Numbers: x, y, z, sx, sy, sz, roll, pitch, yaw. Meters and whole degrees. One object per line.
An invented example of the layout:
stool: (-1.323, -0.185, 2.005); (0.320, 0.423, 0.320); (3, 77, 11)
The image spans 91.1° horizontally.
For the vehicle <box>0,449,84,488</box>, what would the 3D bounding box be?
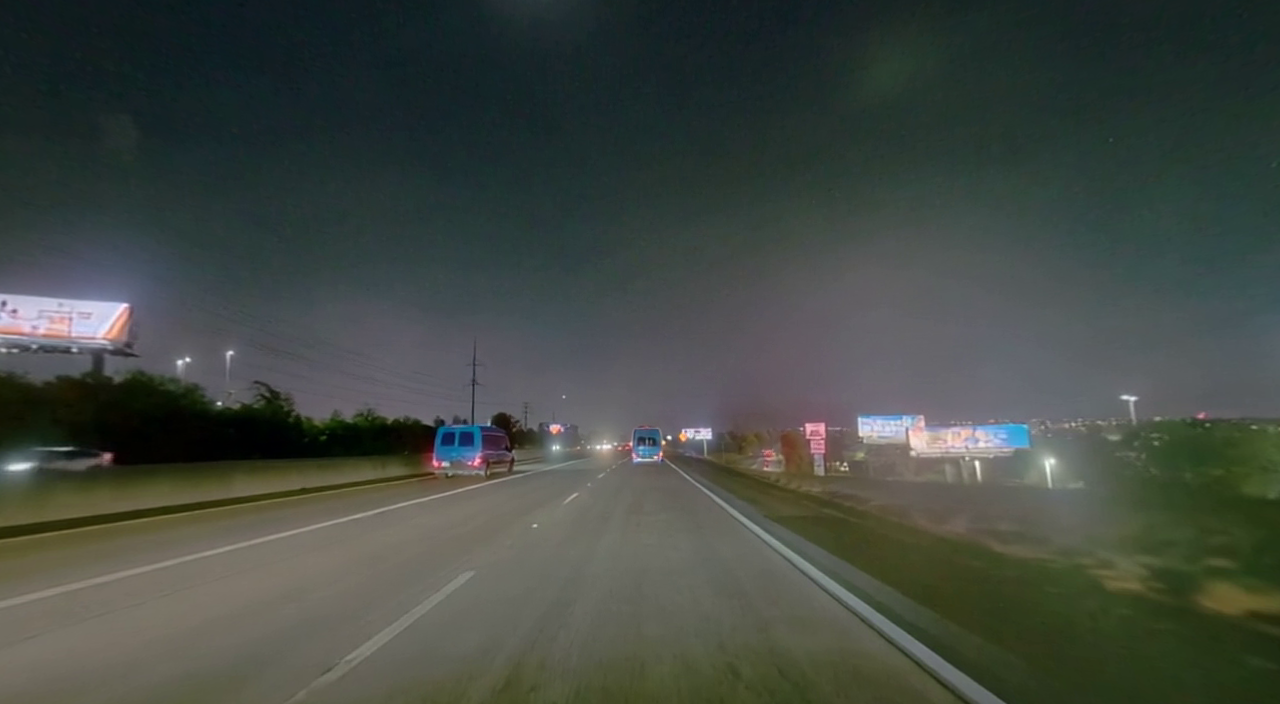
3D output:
vehicle: (-28.798, 5.305, 28.791); (2.036, 1.669, 4.926); (0, -8, 0)

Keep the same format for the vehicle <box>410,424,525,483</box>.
vehicle: (-6.824, 4.142, 26.001); (2.695, 2.084, 6.836); (-1, -8, 1)

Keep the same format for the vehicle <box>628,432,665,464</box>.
vehicle: (0.494, 7.341, 48.169); (2.692, 2.279, 5.695); (0, -8, 1)
